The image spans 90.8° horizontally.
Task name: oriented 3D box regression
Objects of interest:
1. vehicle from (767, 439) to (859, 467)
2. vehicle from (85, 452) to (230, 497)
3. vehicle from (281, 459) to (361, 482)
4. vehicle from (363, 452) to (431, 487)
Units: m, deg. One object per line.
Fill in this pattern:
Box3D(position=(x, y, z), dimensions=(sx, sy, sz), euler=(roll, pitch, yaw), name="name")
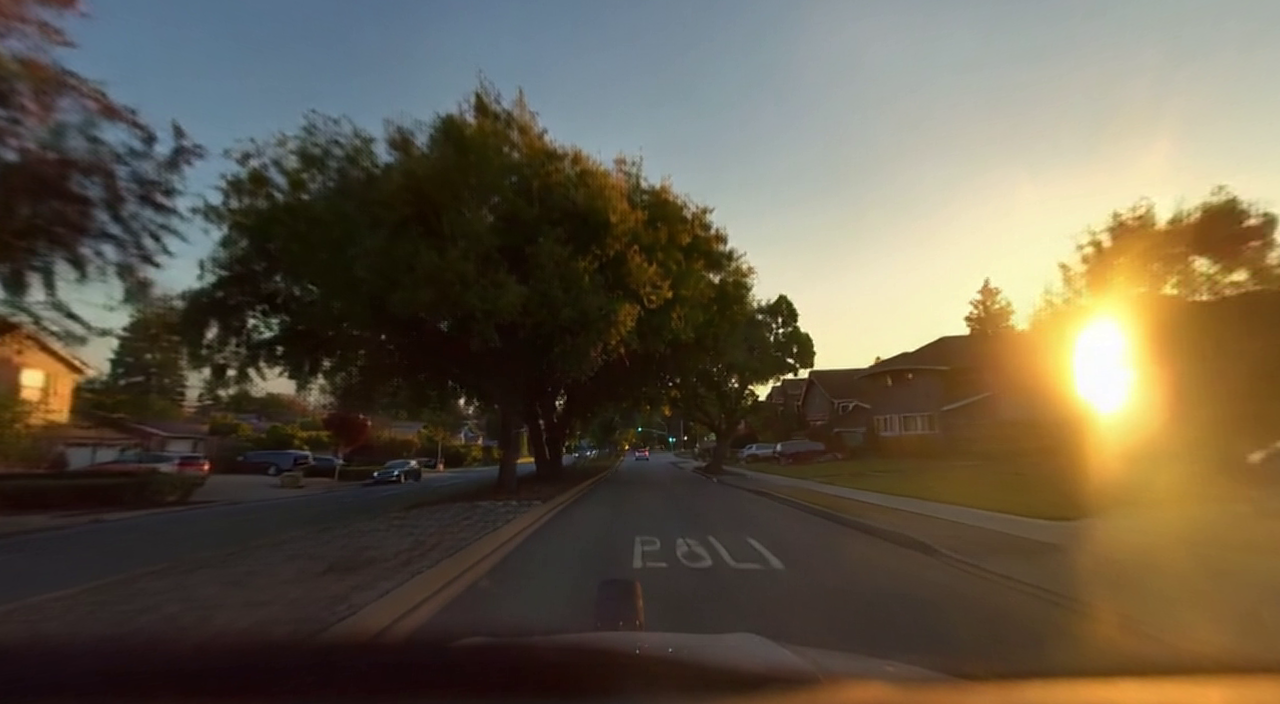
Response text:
Box3D(position=(9.927, 5.808, 36.515), dimensions=(4.660, 1.513, 2.067), euler=(0, -8, -2), name="vehicle")
Box3D(position=(-21.206, 5.387, 27.920), dimensions=(4.756, 1.869, 2.042), euler=(-1, -9, 3), name="vehicle")
Box3D(position=(-21.173, 7.843, 42.049), dimensions=(4.284, 1.431, 1.811), euler=(0, -9, 0), name="vehicle")
Box3D(position=(-14.452, 6.959, 37.926), dimensions=(2.008, 1.908, 5.305), euler=(0, -9, -1), name="vehicle")
